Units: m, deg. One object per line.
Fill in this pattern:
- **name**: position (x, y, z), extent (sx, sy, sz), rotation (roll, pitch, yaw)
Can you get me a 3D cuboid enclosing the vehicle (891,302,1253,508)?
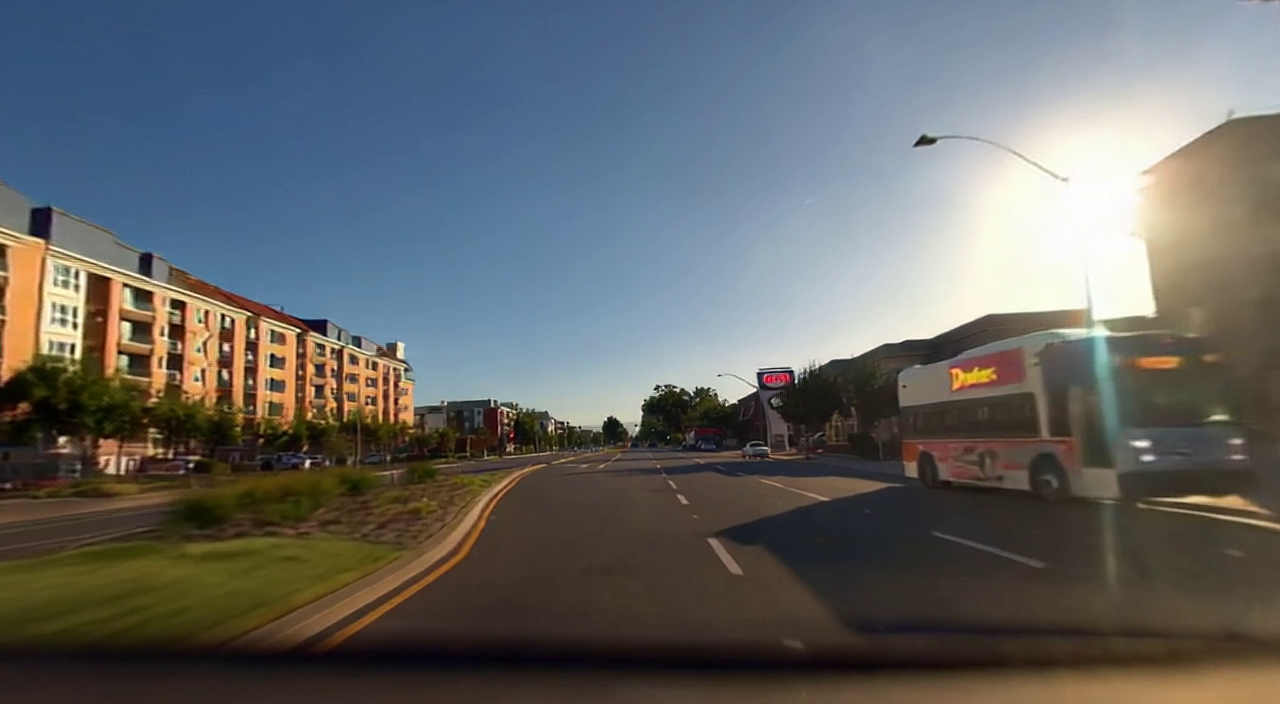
- **vehicle**: position (9.784, 1.580, 16.168), extent (3.017, 3.888, 8.508), rotation (0, -8, -1)
